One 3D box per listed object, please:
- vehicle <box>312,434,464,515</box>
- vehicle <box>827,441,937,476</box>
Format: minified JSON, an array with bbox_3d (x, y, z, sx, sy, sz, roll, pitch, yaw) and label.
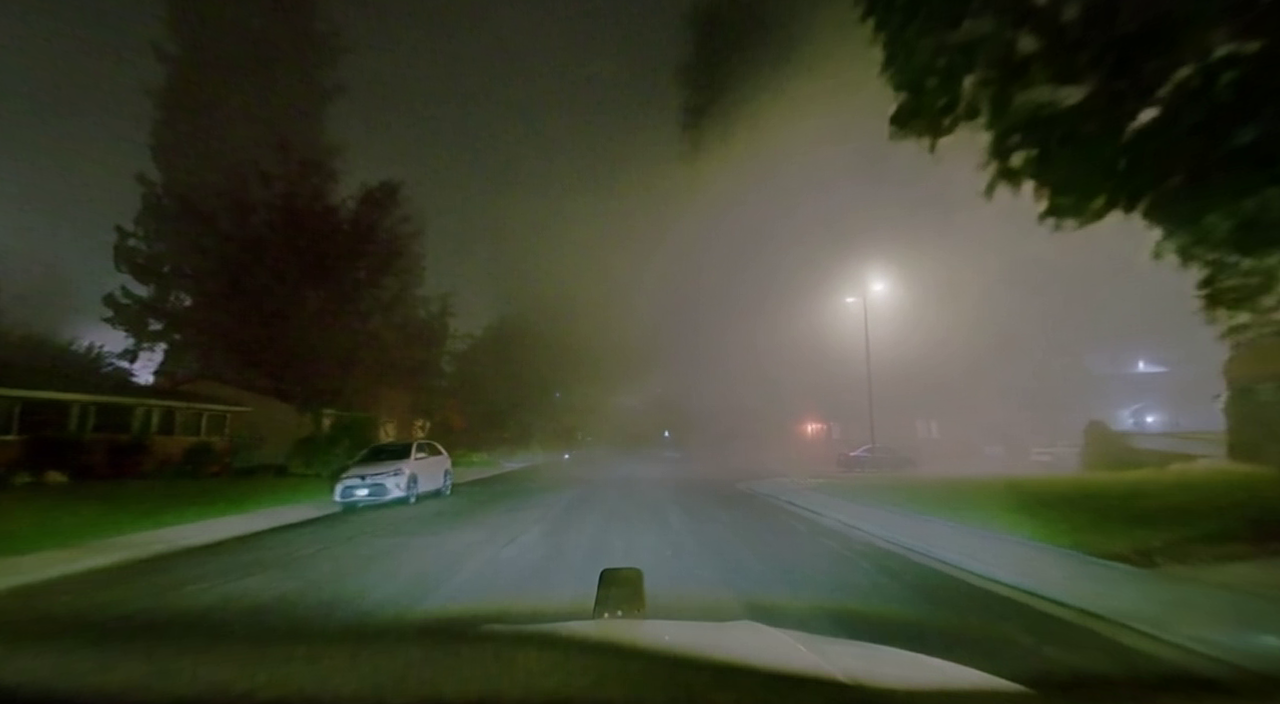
[{"bbox_3d":[-6.076,2.994,15.801,1.998,1.742,4.210,0,-9,1],"label":"vehicle"},{"bbox_3d":[12.277,5.396,32.033,4.708,1.527,2.113,0,-8,-10],"label":"vehicle"}]
